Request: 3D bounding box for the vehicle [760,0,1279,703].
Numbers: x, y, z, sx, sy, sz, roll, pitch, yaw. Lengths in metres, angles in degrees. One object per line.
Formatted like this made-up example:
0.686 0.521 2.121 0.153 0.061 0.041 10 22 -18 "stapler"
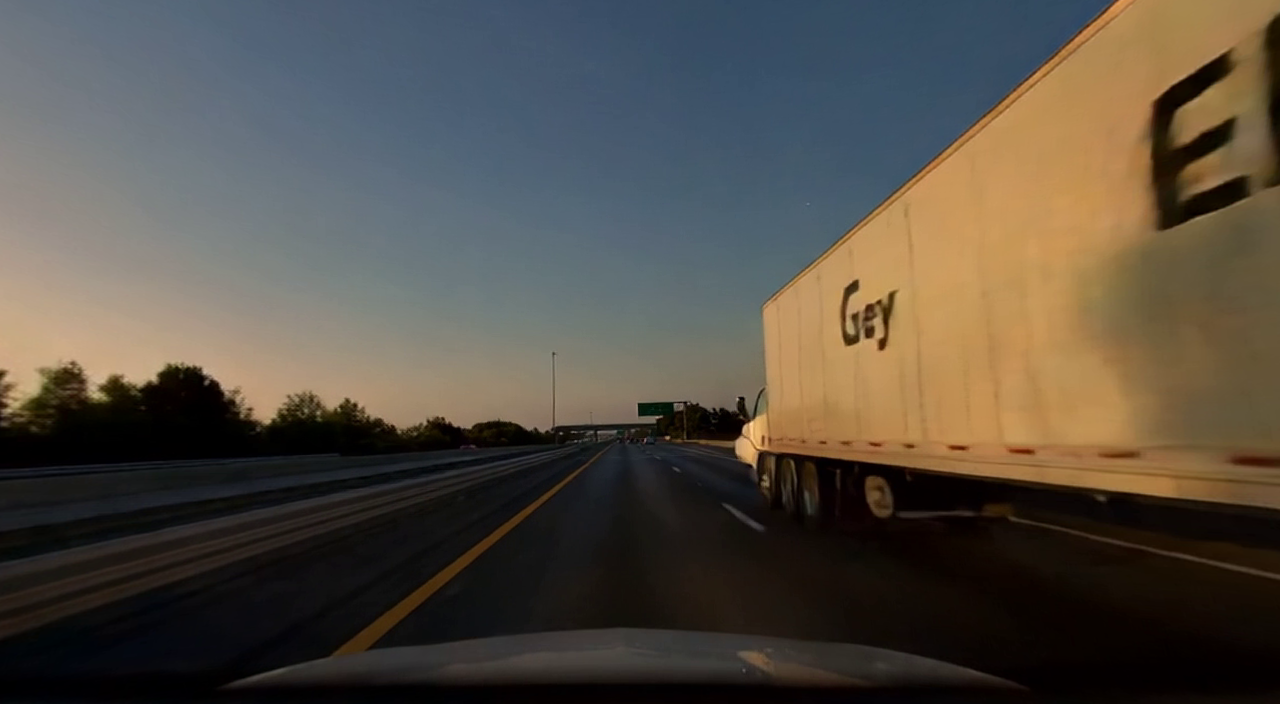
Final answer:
3.994 0.252 7.380 2.995 3.964 10.329 0 -8 -1 "vehicle"
